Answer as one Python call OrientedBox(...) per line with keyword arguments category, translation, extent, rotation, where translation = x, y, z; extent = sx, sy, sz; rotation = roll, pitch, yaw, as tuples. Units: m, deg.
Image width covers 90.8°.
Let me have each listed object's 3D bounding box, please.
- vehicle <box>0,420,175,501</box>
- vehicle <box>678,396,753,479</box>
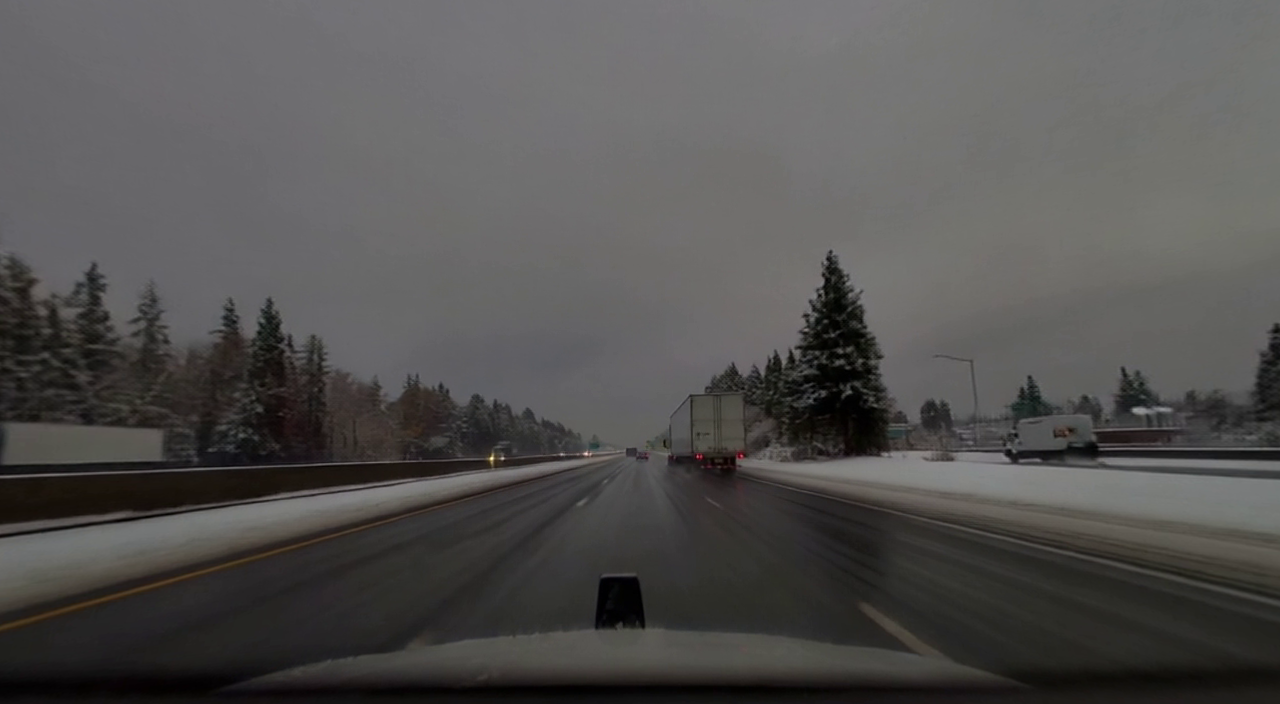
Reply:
OrientedBox(category="vehicle", translation=(-33.446, 6.083, 35.480), extent=(3.313, 3.977, 14.449), rotation=(0, -9, 2))
OrientedBox(category="vehicle", translation=(4.320, 5.393, 39.243), extent=(3.058, 4.312, 12.251), rotation=(0, -9, 0))
